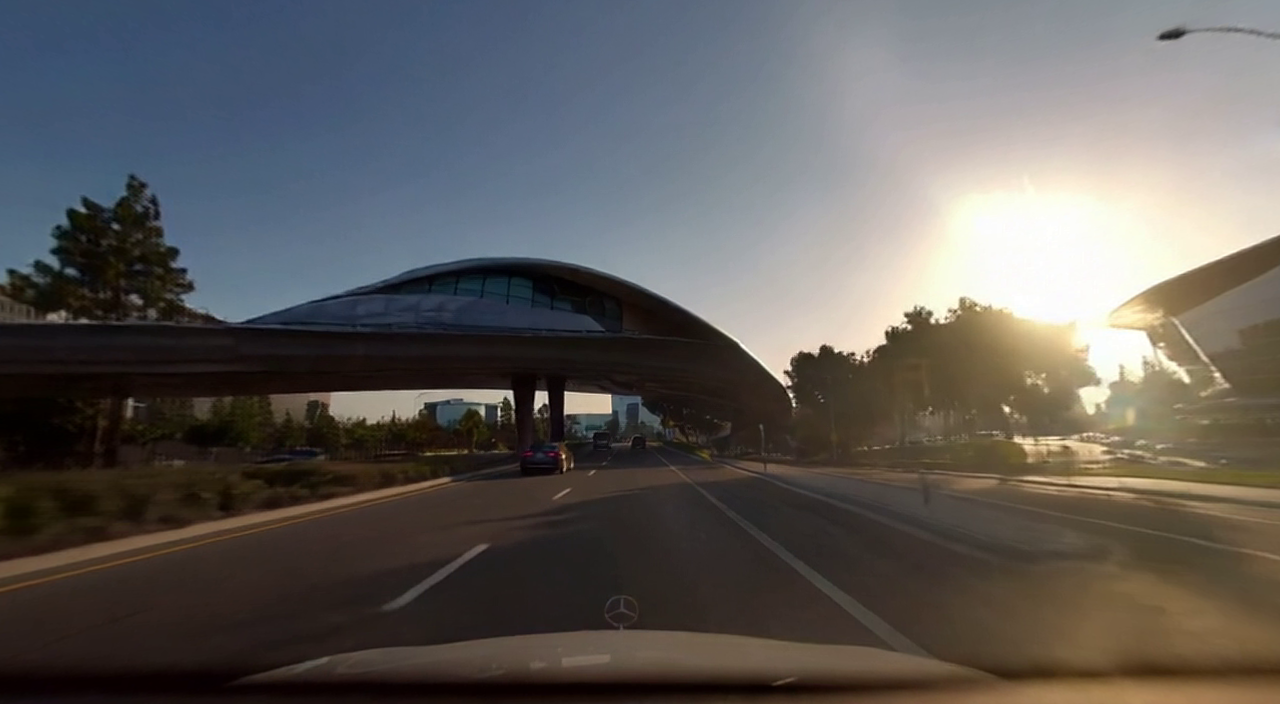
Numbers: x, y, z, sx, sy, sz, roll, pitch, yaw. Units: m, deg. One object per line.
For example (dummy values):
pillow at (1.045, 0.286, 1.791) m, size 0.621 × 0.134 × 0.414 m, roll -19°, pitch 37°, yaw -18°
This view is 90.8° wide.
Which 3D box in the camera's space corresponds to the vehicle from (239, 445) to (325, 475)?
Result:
vehicle at (-19.375, 5.832, 34.466) m, size 1.895 × 1.514 × 4.766 m, roll 0°, pitch -8°, yaw 0°

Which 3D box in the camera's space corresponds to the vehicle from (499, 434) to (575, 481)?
vehicle at (-3.633, 3.828, 23.236) m, size 1.984 × 1.521 × 4.682 m, roll 0°, pitch -8°, yaw 1°
